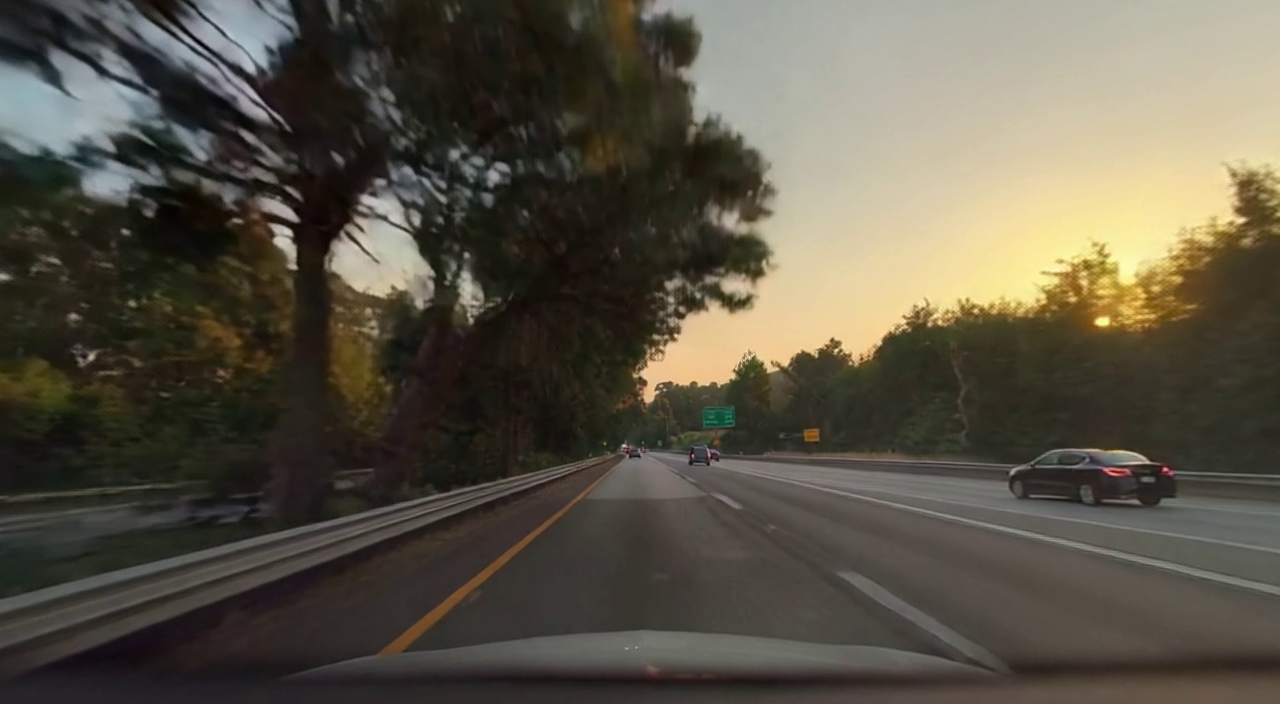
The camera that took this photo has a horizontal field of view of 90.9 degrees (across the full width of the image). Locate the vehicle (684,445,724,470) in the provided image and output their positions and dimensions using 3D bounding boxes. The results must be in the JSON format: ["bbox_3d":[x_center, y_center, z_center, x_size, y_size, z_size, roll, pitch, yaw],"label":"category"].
[{"bbox_3d":[4.243,7.047,42.312,2.058,1.605,4.116,0,-9,-2],"label":"vehicle"}]

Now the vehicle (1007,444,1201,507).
[{"bbox_3d":[11.543,3.064,16.066,1.926,1.386,3.719,0,-9,-4],"label":"vehicle"}]
